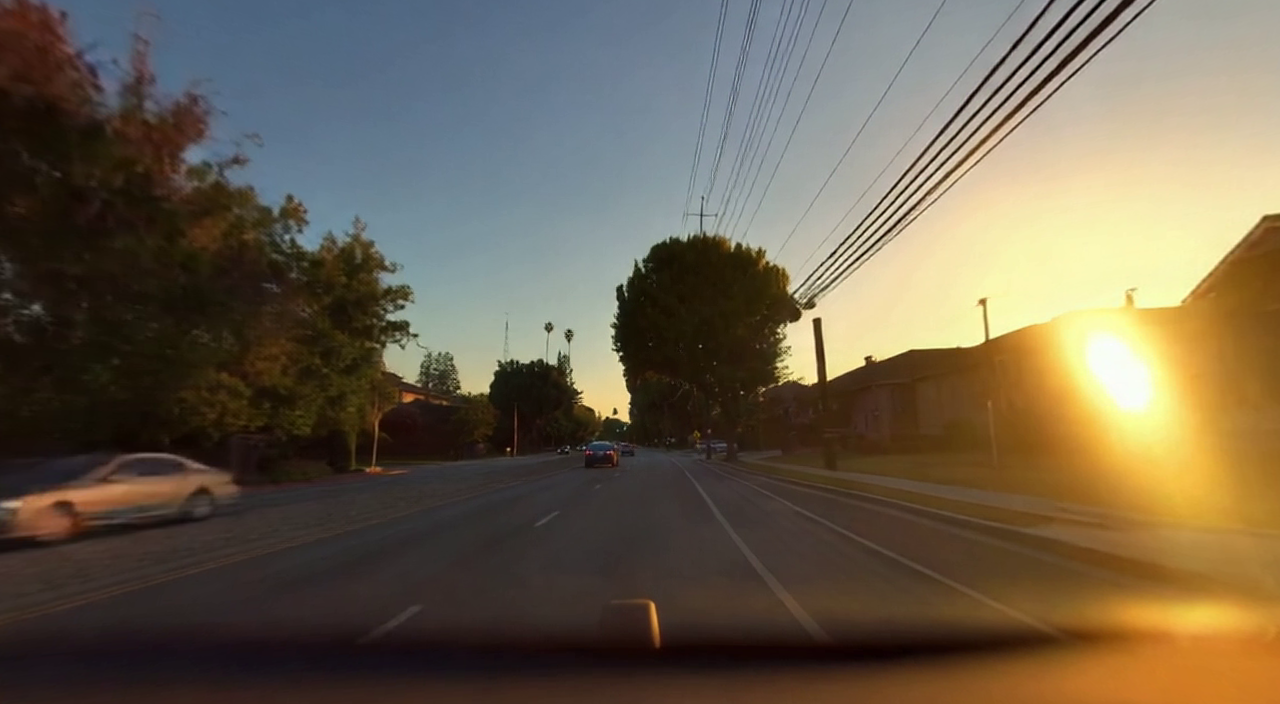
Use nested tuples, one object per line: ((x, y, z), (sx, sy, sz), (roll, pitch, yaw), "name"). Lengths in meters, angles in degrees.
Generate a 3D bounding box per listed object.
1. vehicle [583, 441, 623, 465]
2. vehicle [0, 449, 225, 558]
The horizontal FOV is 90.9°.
((-2.302, 6.437, 40.289), (2.084, 1.466, 4.522), (-1, -9, 3), "vehicle")
((-10.129, 2.531, 11.361), (2.106, 1.524, 4.624), (0, -9, 0), "vehicle")
